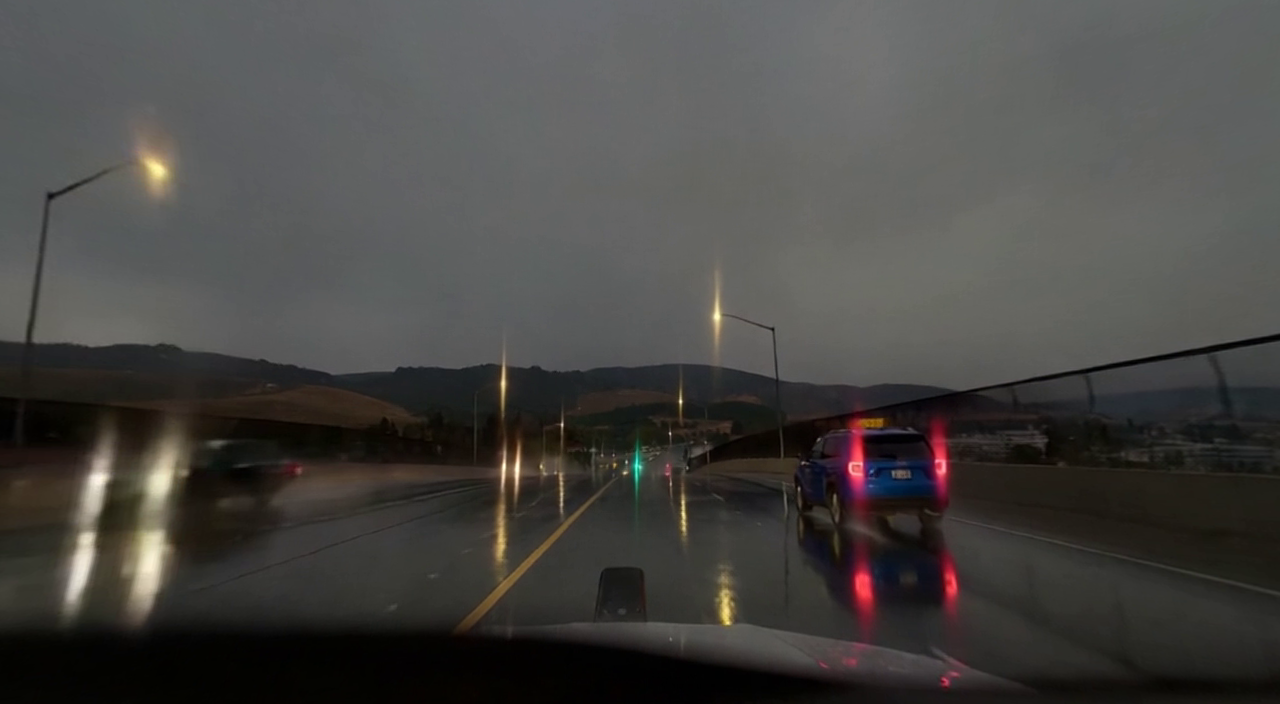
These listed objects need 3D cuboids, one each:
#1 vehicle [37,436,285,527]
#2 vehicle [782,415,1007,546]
[{"bbox_3d":[-10.747,2.888,14.762,2.144,1.762,4.604,0,-8,1],"label":"vehicle"},{"bbox_3d":[3.921,2.045,10.703,1.989,1.730,4.324,0,-8,0],"label":"vehicle"}]
